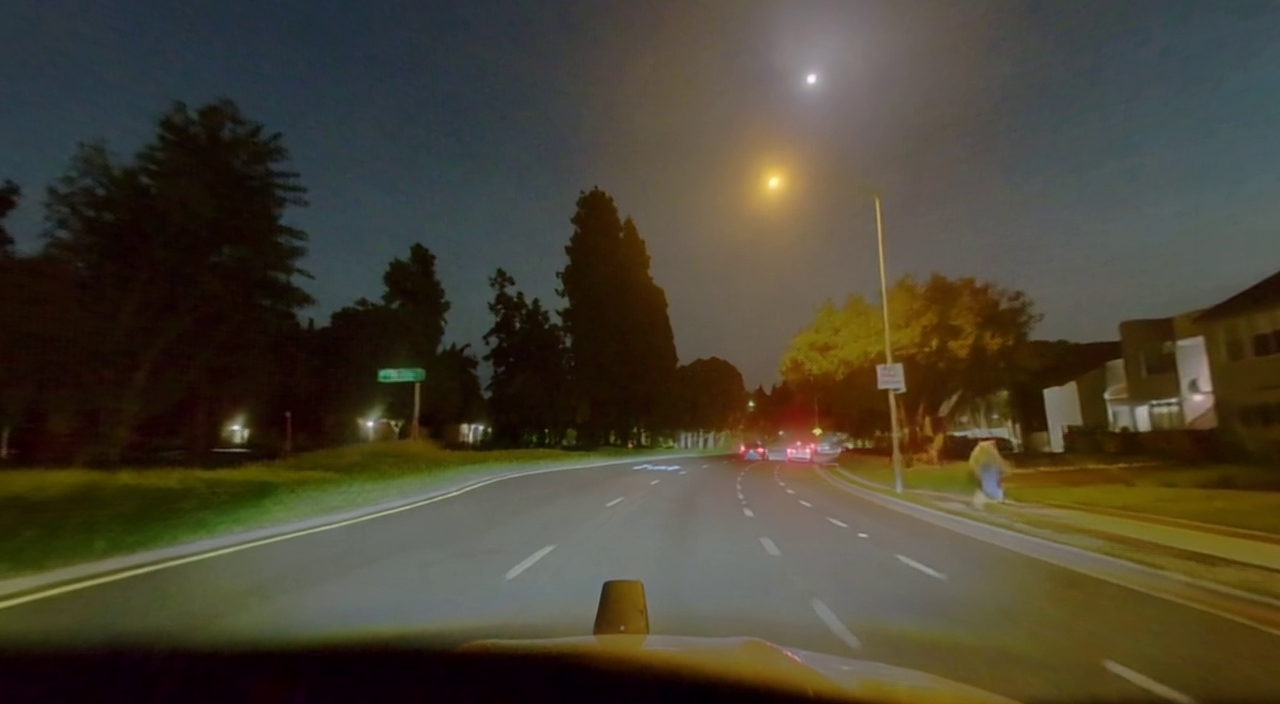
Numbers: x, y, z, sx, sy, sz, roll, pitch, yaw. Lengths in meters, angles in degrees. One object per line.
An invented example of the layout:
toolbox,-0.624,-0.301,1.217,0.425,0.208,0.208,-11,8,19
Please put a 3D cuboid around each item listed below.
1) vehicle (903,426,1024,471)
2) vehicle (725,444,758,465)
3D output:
vehicle,15.459,4.625,30.410,4.672,2.044,2.248,-2,-8,12
vehicle,7.619,7.622,46.842,2.050,1.456,4.003,-2,-9,14
